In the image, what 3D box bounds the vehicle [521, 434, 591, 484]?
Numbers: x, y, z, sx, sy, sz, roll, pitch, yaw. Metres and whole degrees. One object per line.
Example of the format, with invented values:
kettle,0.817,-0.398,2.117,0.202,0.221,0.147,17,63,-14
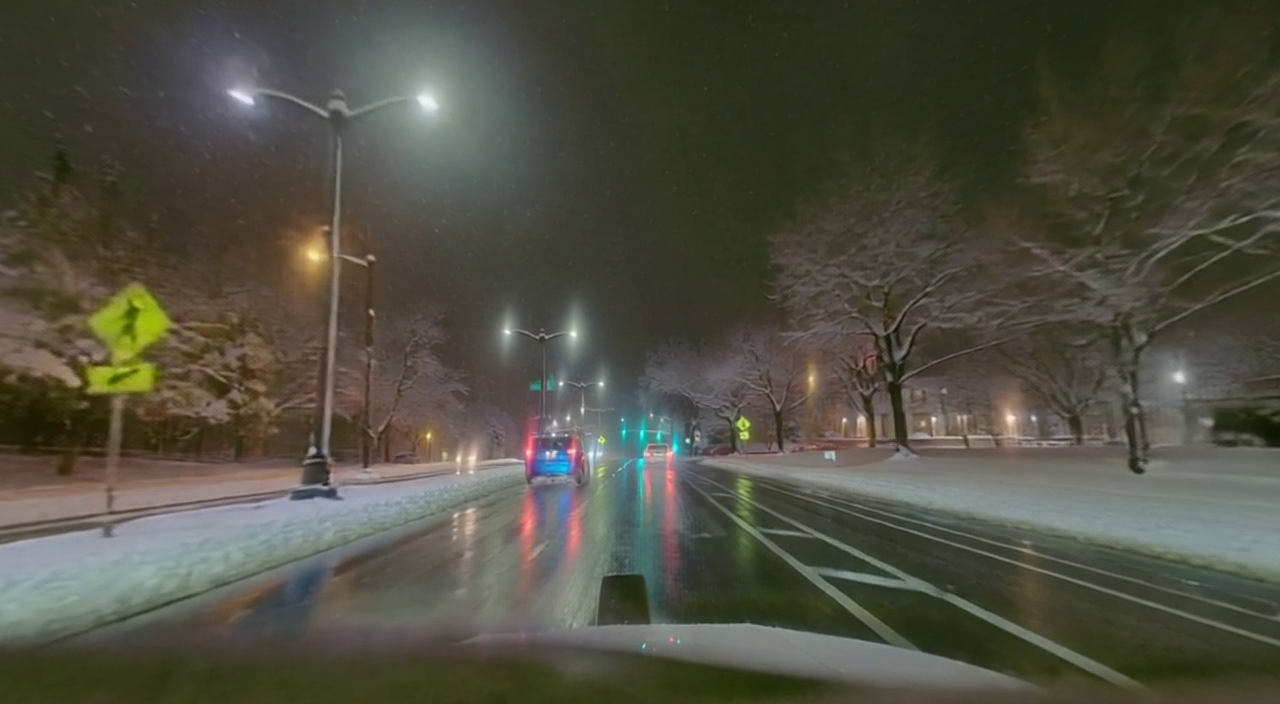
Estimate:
vehicle,-3.303,4.322,25.710,2.150,1.812,4.423,0,-9,1
